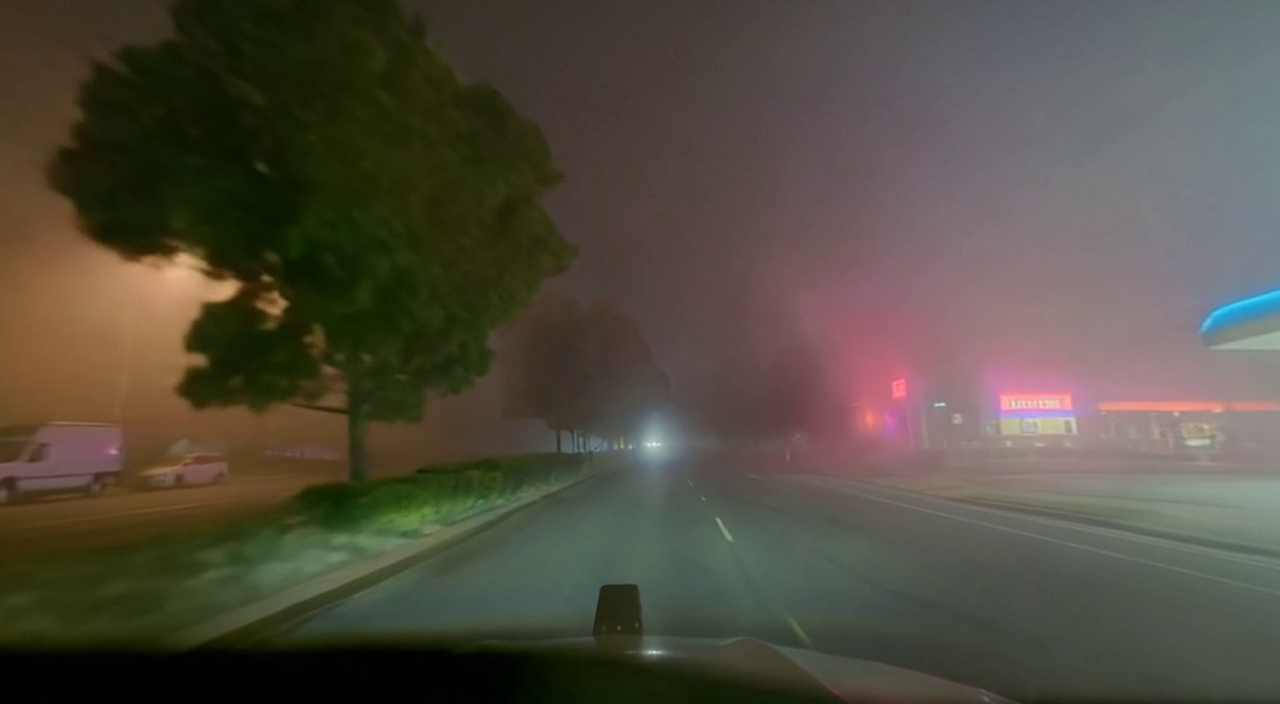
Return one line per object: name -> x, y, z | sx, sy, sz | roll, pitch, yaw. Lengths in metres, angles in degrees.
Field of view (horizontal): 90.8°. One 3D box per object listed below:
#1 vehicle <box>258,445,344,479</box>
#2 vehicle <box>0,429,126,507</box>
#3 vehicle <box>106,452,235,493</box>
vehicle -> -18.874, 6.111, 35.541 | 1.906, 1.744, 5.165 | 0, -8, 1
vehicle -> -19.177, 3.529, 19.387 | 2.216, 2.161, 5.522 | -2, -8, -1
vehicle -> -18.968, 4.840, 25.827 | 1.829, 1.462, 4.463 | 0, -8, 1
